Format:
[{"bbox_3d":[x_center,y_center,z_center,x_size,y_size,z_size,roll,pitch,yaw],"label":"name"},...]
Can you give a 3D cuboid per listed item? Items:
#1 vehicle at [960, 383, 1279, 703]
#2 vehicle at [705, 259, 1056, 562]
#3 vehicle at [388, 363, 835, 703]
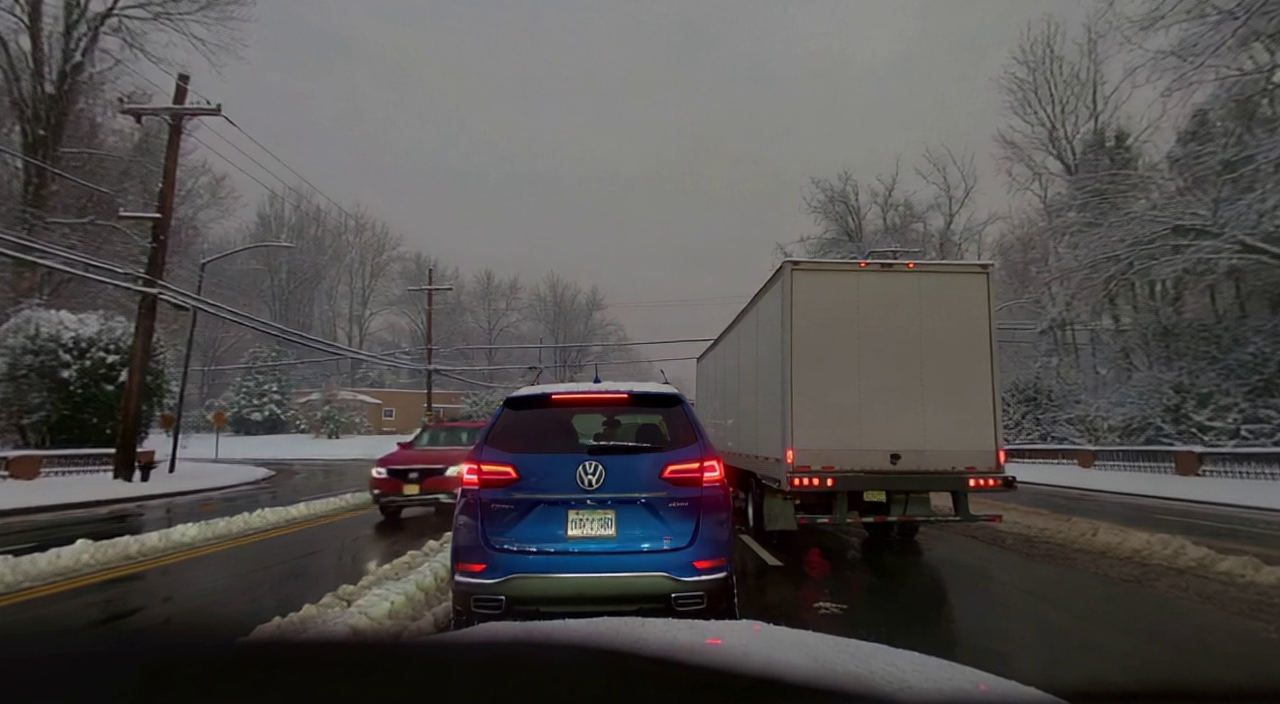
[{"bbox_3d":[2.830,0.745,1.191,1.971,1.484,4.728,0,-8,0],"label":"vehicle"},{"bbox_3d":[3.230,1.264,11.809,2.915,3.559,8.848,0,-8,-1],"label":"vehicle"},{"bbox_3d":[-0.136,1.228,5.183,2.114,1.732,4.230,0,-8,0],"label":"vehicle"}]
